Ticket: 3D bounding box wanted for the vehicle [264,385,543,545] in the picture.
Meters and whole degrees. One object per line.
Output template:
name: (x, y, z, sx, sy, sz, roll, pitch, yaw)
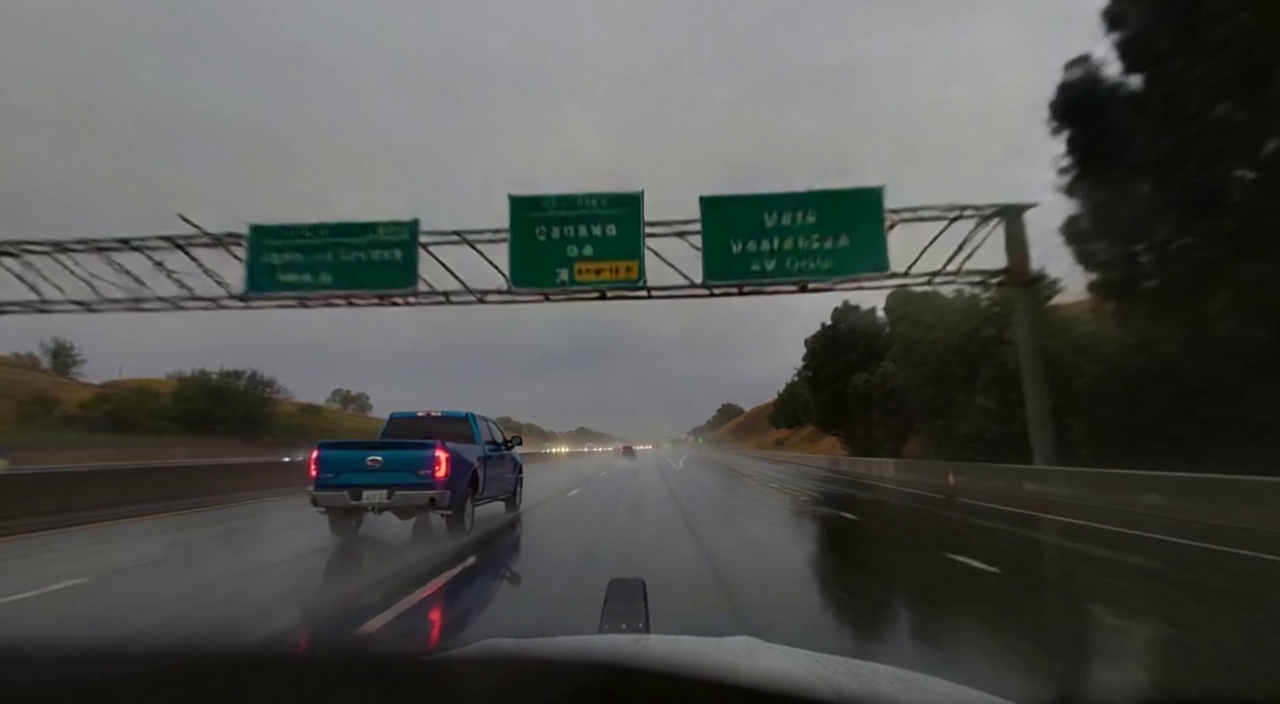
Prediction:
vehicle: (-3.552, 1.917, 11.335, 2.601, 2.084, 6.068, 0, -8, 1)
